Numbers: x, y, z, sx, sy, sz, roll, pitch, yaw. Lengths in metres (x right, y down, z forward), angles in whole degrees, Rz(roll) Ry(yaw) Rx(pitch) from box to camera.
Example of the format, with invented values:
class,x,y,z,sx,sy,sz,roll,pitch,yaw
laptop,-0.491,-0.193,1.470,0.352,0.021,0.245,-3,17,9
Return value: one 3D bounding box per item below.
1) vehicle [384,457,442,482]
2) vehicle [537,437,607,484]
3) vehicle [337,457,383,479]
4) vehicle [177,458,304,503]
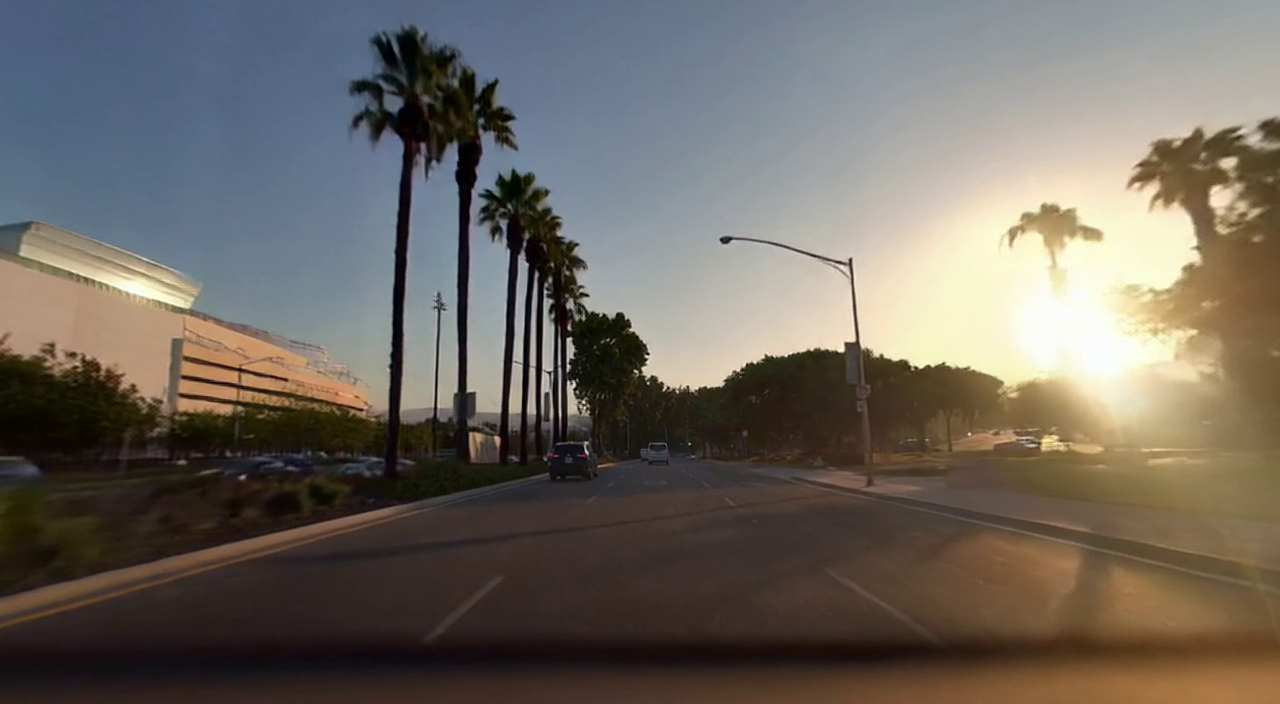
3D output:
class,x,y,z,sx,sy,sz,roll,pitch,yaw
vehicle,-15.532,8.035,43.204,2.255,1.551,4.298,0,-8,2
vehicle,-2.757,4.540,26.647,2.188,1.819,4.667,-1,-8,4
vehicle,-22.088,9.088,49.495,2.079,1.515,4.616,7,-11,-39
vehicle,-16.023,5.132,25.522,2.195,1.559,4.362,0,-8,2
